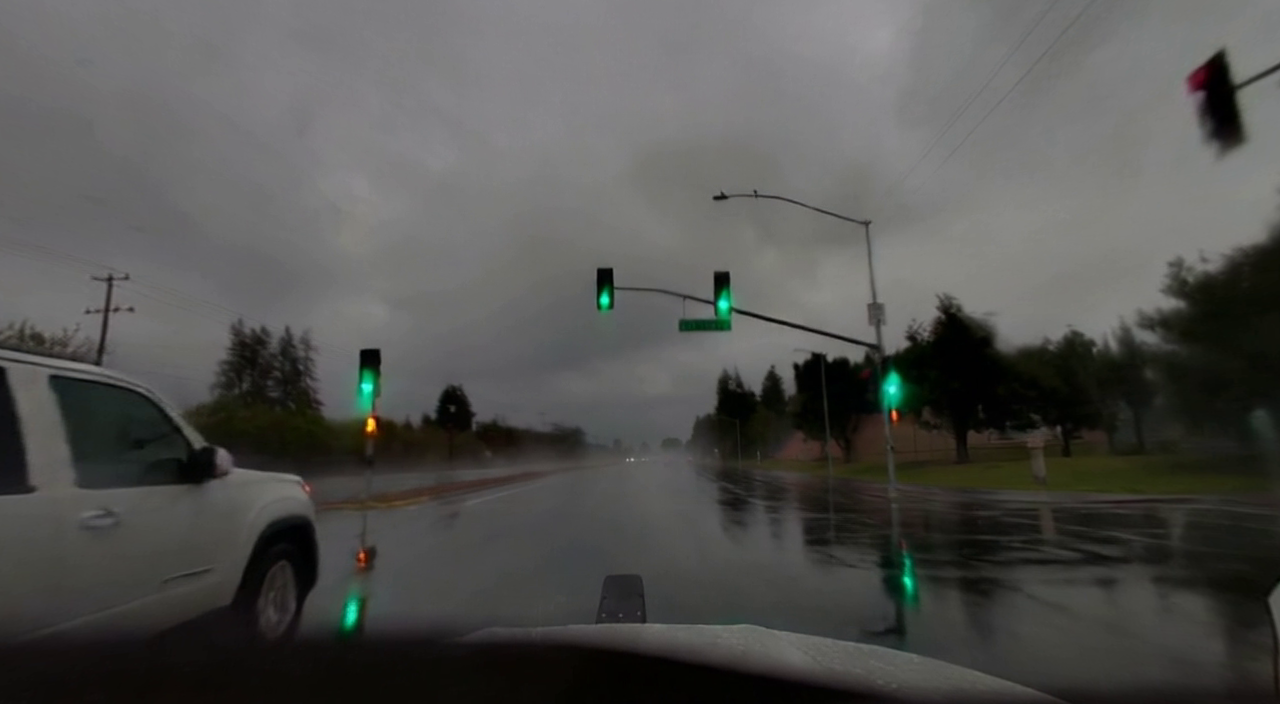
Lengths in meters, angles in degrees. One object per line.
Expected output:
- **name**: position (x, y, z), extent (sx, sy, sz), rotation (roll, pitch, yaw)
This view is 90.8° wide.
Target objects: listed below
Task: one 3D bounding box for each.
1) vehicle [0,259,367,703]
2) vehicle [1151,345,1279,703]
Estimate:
- **vehicle**: position (-3.428, 0.708, 2.404), extent (2.374, 1.985, 5.391), rotation (0, -8, 0)
- **vehicle**: position (3.615, 0.594, 0.956), extent (2.056, 1.703, 4.305), rotation (0, -8, 1)
